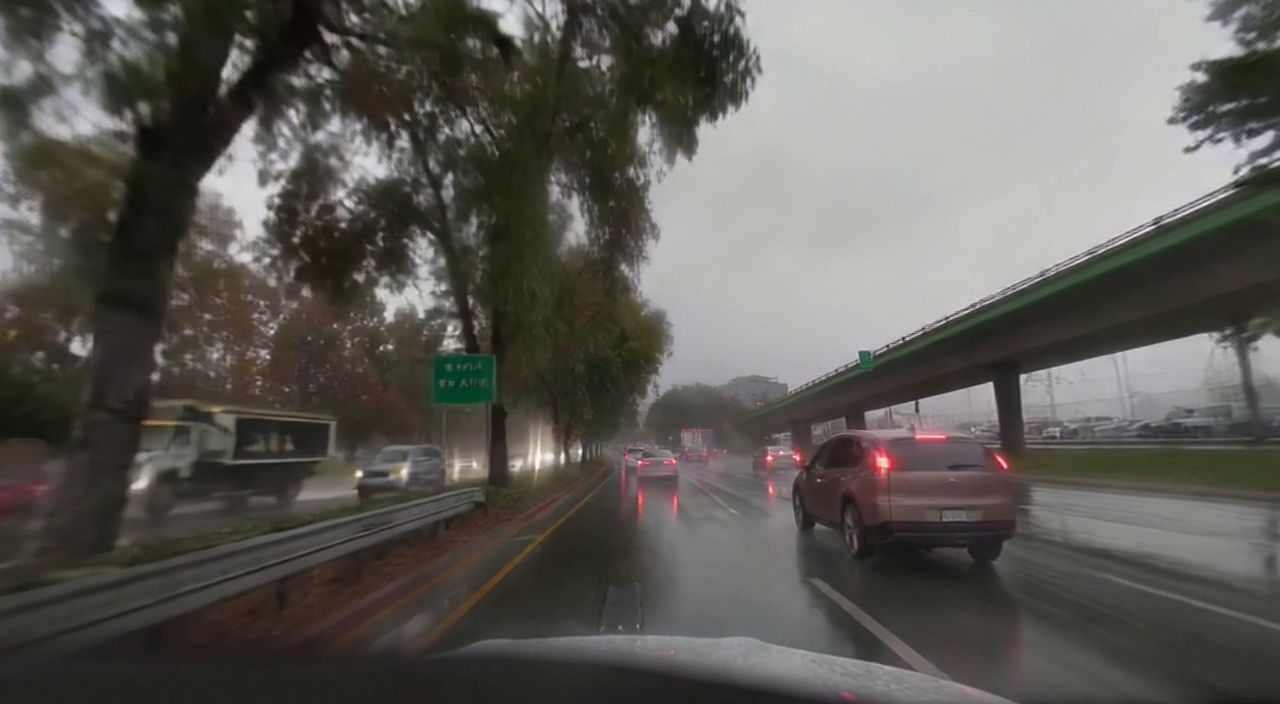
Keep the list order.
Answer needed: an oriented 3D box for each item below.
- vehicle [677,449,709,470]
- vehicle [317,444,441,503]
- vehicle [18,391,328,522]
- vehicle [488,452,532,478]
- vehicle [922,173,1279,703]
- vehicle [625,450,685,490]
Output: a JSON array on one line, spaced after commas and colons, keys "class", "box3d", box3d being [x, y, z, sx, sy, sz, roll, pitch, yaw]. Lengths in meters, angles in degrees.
[{"class": "vehicle", "box3d": [3.767, 7.741, 45.634, 1.962, 1.431, 4.205, 0, -9, 0]}, {"class": "vehicle", "box3d": [-8.627, 4.016, 21.454, 2.165, 1.764, 4.671, 0, -9, 0]}, {"class": "vehicle", "box3d": [-15.830, 3.725, 23.250, 3.206, 3.617, 10.684, -1, -8, 0]}, {"class": "vehicle", "box3d": [-8.251, 7.184, 40.408, 1.858, 1.494, 4.034, 0, -9, 1]}, {"class": "vehicle", "box3d": [3.449, 0.592, 2.254, 2.588, 2.321, 4.927, 0, -9, 0]}, {"class": "vehicle", "box3d": [0.511, 4.312, 23.384, 2.027, 1.341, 3.775, 0, -9, 0]}]
